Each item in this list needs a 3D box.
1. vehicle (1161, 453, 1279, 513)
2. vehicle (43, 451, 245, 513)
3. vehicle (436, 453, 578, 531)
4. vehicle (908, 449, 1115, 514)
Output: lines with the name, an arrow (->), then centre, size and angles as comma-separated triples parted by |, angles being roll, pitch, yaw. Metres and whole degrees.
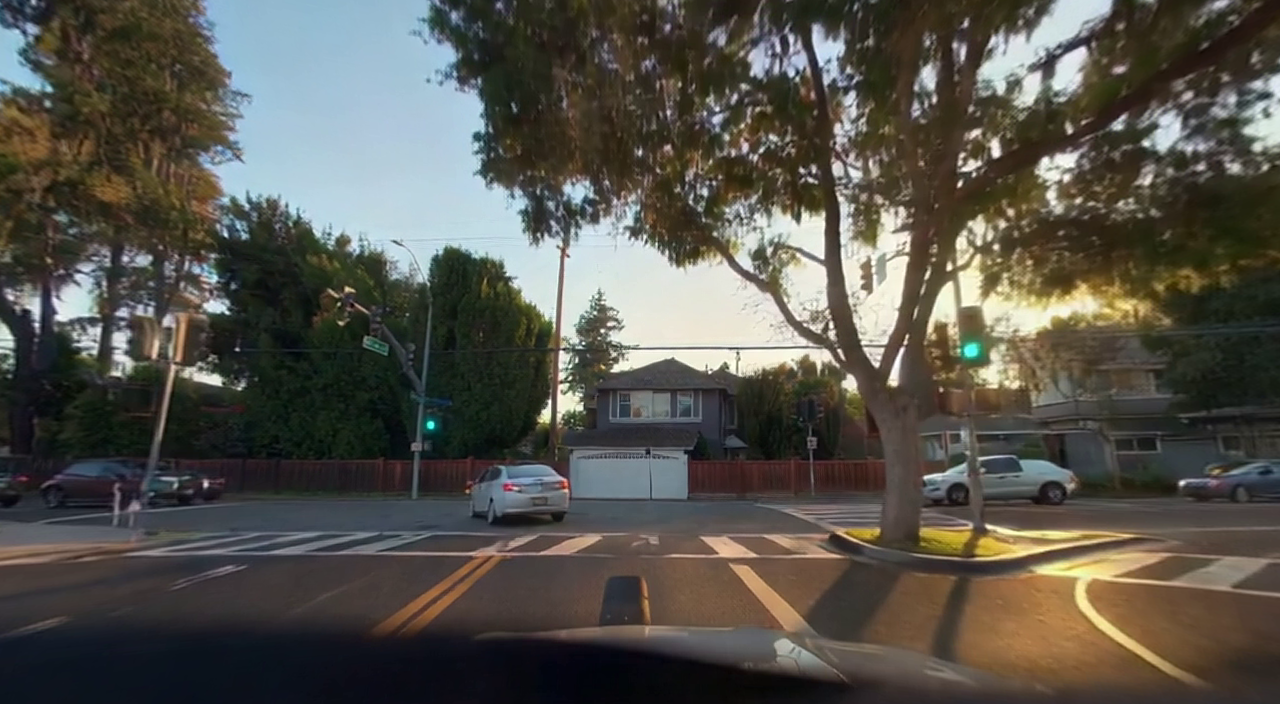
vehicle -> 17.926, 3.693, 17.951 | 4.254, 1.558, 1.960 | -1, -9, 5
vehicle -> -14.405, 3.743, 18.455 | 4.485, 1.625, 1.980 | -1, -9, 8
vehicle -> -3.391, 3.249, 15.363 | 2.078, 1.506, 4.512 | 5, -10, -29
vehicle -> 10.530, 3.674, 18.228 | 4.600, 1.722, 2.074 | -1, -9, 5
